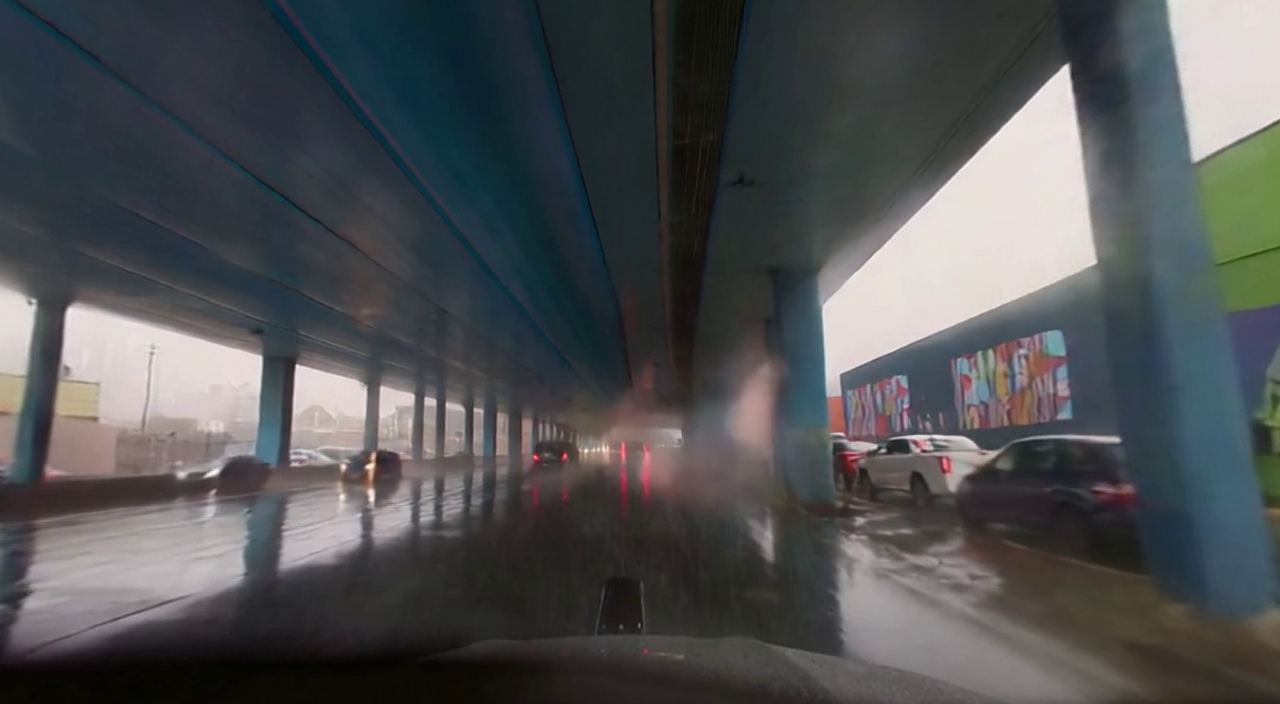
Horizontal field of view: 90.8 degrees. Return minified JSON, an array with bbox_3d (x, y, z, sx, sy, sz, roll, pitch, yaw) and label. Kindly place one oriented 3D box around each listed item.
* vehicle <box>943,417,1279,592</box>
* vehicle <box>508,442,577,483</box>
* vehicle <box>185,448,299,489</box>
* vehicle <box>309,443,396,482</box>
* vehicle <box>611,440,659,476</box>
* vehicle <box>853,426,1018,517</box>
[{"bbox_3d":[5.818,1.741,7.982,2.023,1.627,3.971,-1,-9,1],"label":"vehicle"},{"bbox_3d":[-3.947,4.570,26.399,2.024,1.533,4.549,-1,-9,2],"label":"vehicle"},{"bbox_3d":[-17.538,5.119,28.139,2.056,1.643,4.362,-1,-9,3],"label":"vehicle"},{"bbox_3d":[-14.012,5.390,31.152,2.069,1.728,4.567,0,-9,1],"label":"vehicle"},{"bbox_3d":[-0.228,5.031,30.228,2.155,1.571,3.734,0,-9,0],"label":"vehicle"},{"bbox_3d":[6.455,2.642,14.376,1.940,1.738,3.956,0,-9,2],"label":"vehicle"}]
